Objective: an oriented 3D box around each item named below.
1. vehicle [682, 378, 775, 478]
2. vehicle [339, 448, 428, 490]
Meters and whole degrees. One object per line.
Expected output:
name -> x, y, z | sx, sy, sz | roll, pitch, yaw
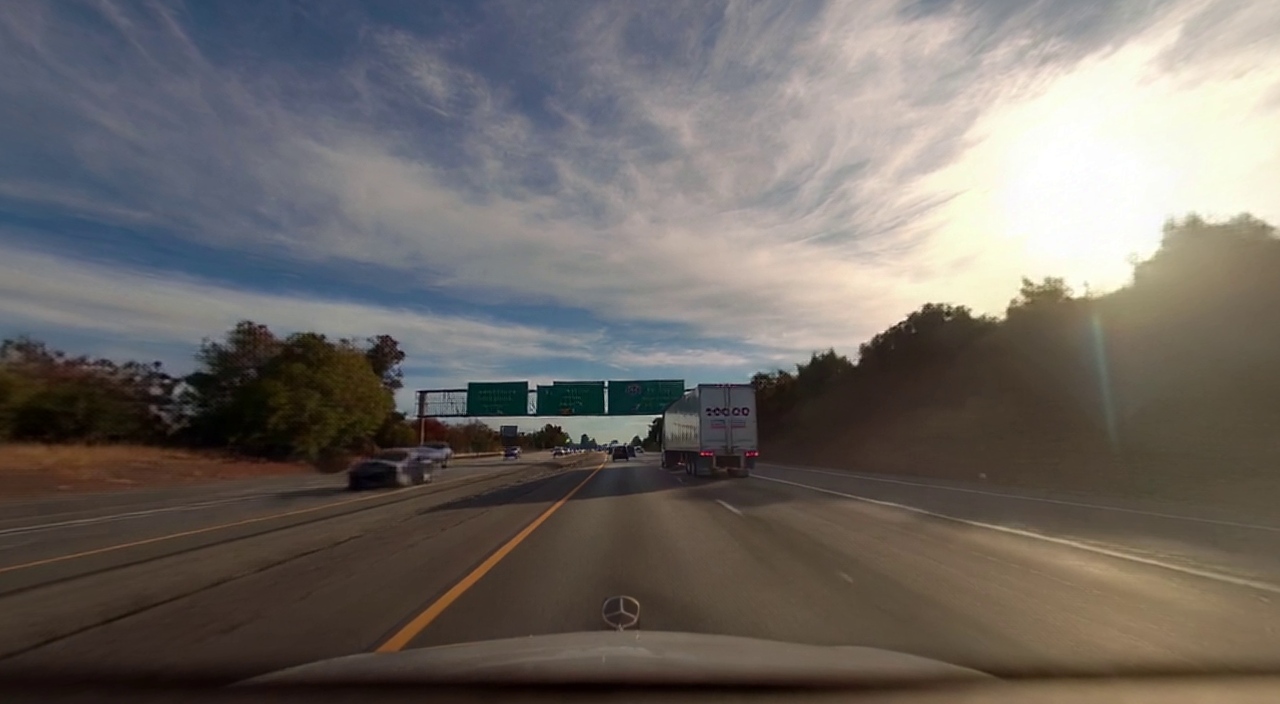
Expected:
vehicle -> 3.785, 3.635, 29.118 | 2.892, 3.928, 8.380 | 0, -9, -1
vehicle -> -9.848, 4.486, 24.392 | 1.839, 1.492, 3.928 | 0, -9, -1
